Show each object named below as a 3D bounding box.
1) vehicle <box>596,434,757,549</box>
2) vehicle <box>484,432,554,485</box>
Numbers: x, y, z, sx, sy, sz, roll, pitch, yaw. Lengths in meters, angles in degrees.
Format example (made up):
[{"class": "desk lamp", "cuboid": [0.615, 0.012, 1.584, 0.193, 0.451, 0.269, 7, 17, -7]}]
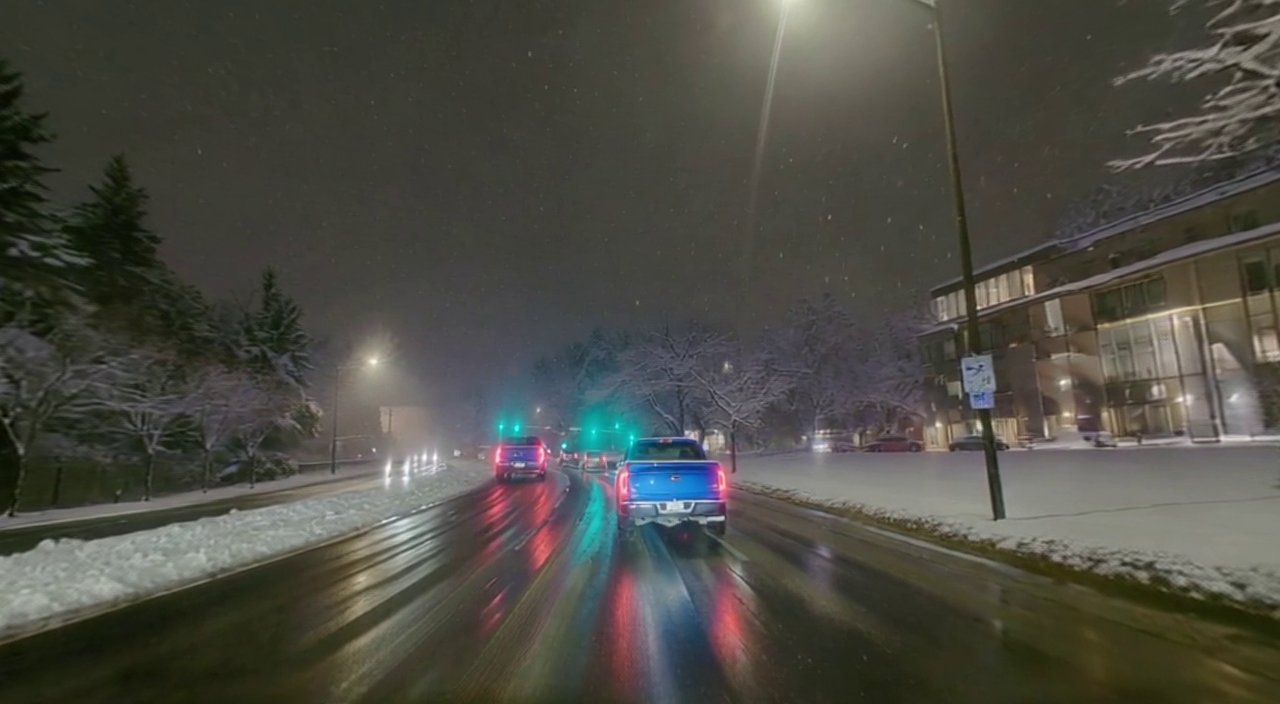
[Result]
[{"class": "vehicle", "cuboid": [0.362, 2.202, 10.656, 2.142, 1.528, 4.133, 1, -9, -5]}, {"class": "vehicle", "cuboid": [-5.037, 4.537, 27.183, 2.512, 1.992, 5.725, 1, -9, -7]}]
